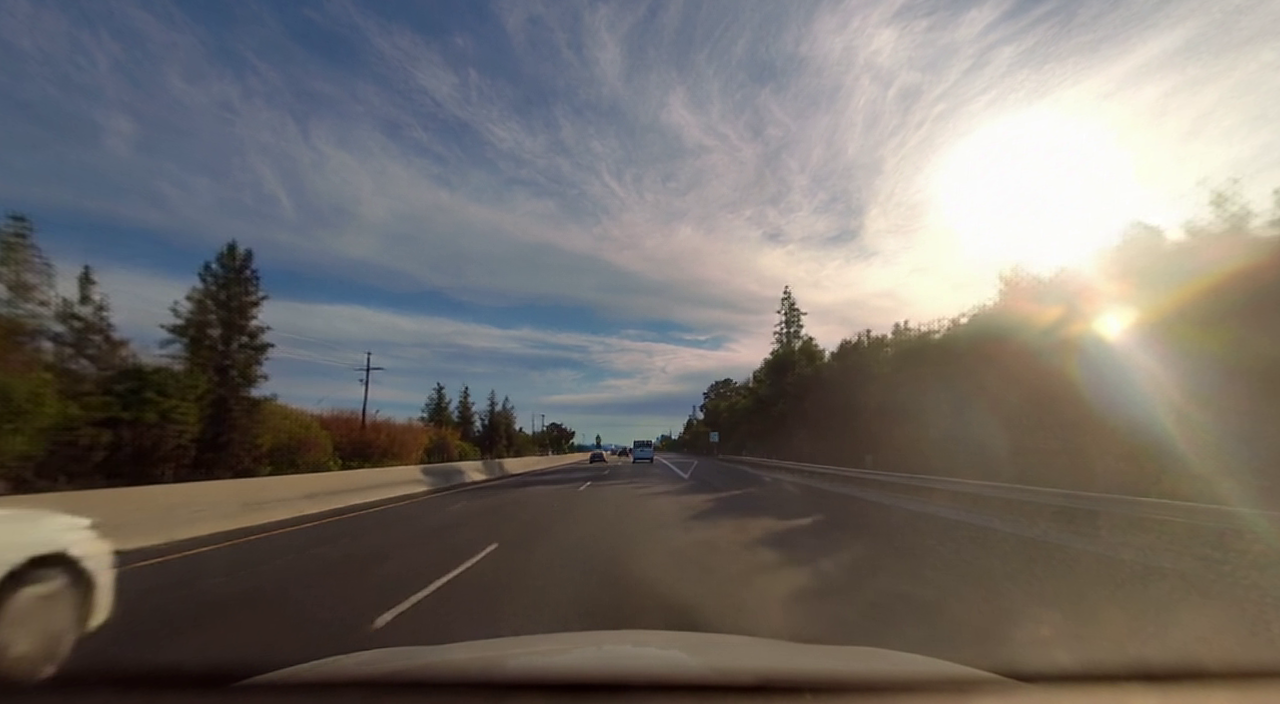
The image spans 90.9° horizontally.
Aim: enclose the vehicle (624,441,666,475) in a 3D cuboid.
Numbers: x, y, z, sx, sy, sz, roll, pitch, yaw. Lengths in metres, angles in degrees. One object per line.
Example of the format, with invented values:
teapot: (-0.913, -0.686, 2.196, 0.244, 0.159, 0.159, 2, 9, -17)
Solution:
vehicle: (0.244, 5.692, 33.973, 2.172, 1.687, 3.929, 0, -9, 0)
